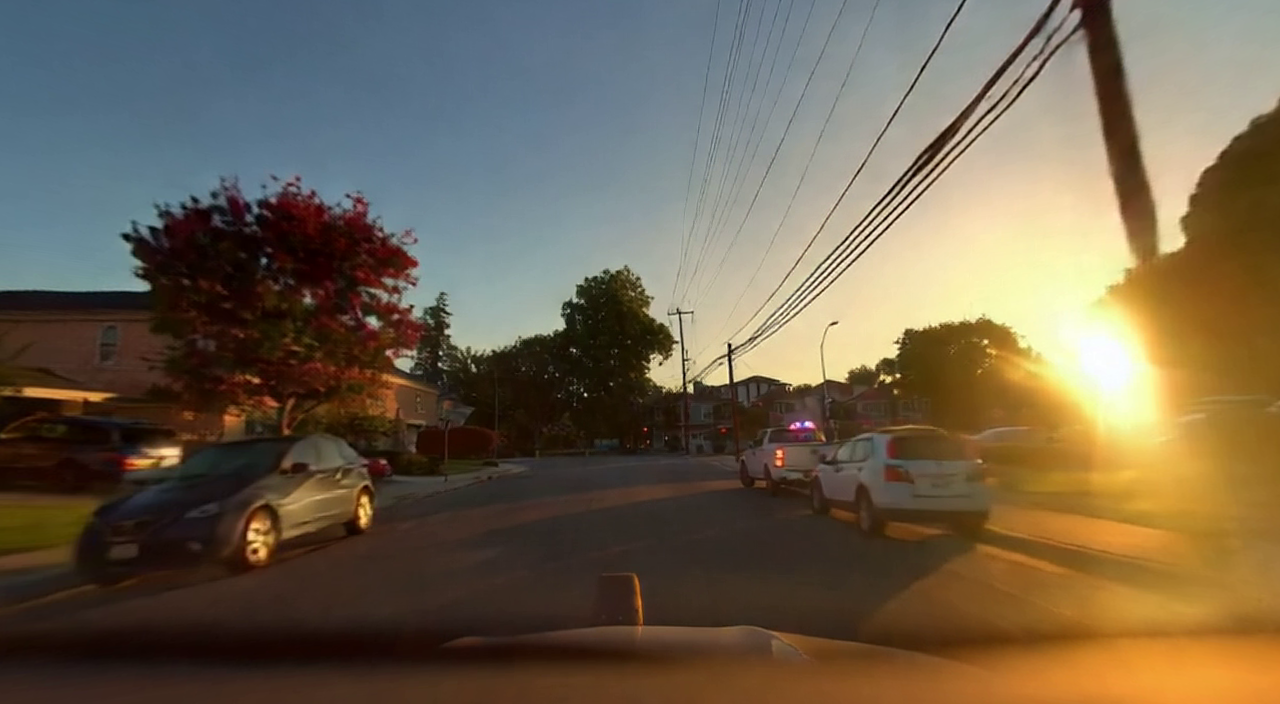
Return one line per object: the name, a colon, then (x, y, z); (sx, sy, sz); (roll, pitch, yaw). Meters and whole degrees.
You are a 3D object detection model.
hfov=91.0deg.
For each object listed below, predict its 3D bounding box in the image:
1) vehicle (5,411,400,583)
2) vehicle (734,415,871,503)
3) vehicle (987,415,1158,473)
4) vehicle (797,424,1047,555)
vehicle: (-6.014, 2.043, 9.968); (2.322, 1.913, 5.582); (0, -8, -1)
vehicle: (3.987, 2.757, 16.595); (2.205, 1.923, 5.178); (0, -8, 0)
vehicle: (15.373, 3.282, 22.609); (4.514, 1.921, 2.038); (-1, -8, 2)
vehicle: (3.893, 1.943, 9.608); (1.848, 1.550, 4.054); (0, -8, -1)
